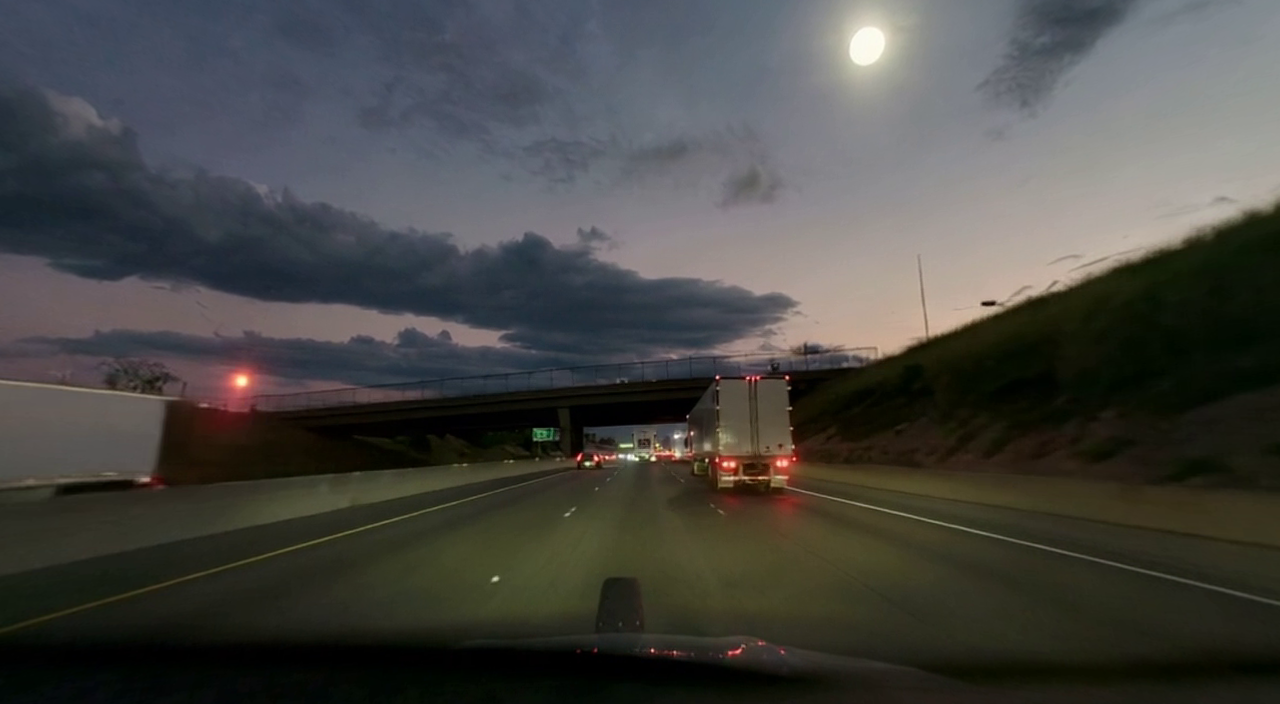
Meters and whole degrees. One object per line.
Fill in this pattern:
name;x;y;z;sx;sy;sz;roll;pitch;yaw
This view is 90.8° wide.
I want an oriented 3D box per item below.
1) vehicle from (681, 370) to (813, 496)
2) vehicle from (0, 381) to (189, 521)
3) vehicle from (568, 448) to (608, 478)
vehicle;3.976;3.862;28.687;3.131;4.037;16.729;0;-9;0
vehicle;-19.168;2.543;16.151;2.894;3.819;16.777;0;-9;0
vehicle;-3.006;6.528;37.292;2.007;1.647;3.854;0;-9;1
